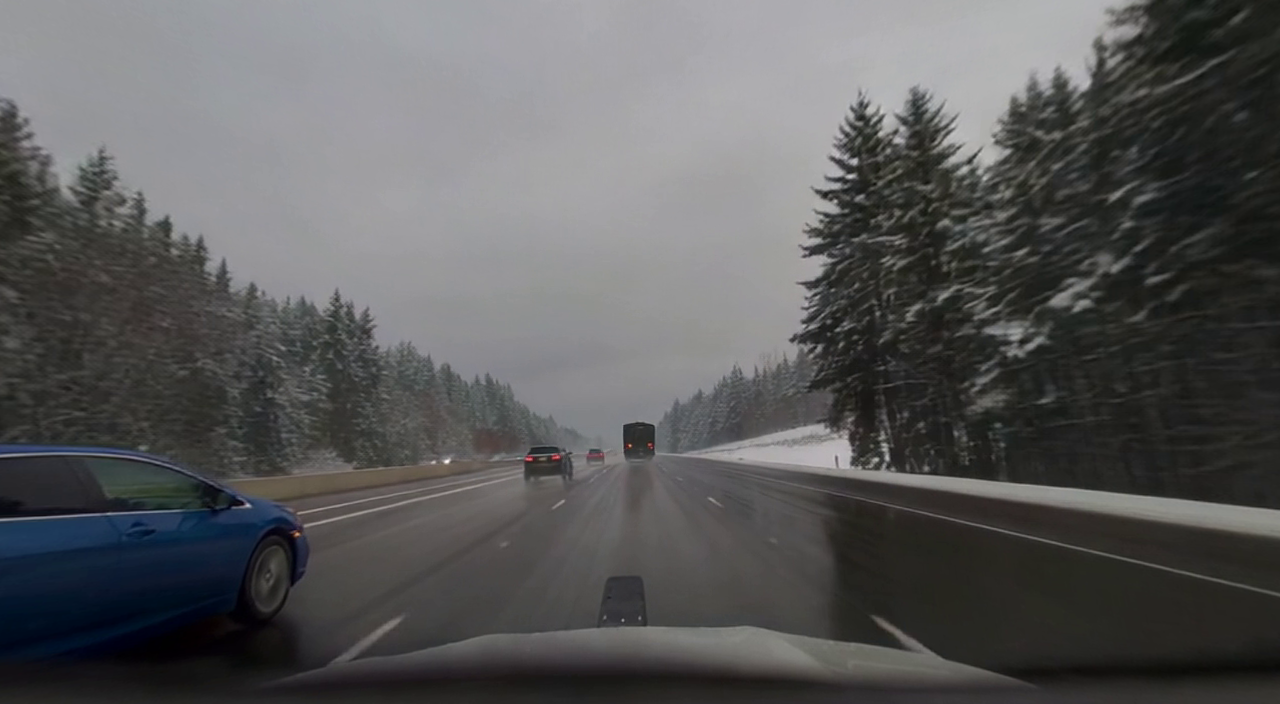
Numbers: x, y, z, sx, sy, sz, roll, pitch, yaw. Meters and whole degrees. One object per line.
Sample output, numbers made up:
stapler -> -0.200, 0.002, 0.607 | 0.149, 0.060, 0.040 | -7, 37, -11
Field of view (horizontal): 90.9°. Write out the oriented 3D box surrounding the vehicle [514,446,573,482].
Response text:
vehicle -> -4.277, 5.031, 28.669 | 1.916, 1.506, 4.476 | 0, -9, 1
